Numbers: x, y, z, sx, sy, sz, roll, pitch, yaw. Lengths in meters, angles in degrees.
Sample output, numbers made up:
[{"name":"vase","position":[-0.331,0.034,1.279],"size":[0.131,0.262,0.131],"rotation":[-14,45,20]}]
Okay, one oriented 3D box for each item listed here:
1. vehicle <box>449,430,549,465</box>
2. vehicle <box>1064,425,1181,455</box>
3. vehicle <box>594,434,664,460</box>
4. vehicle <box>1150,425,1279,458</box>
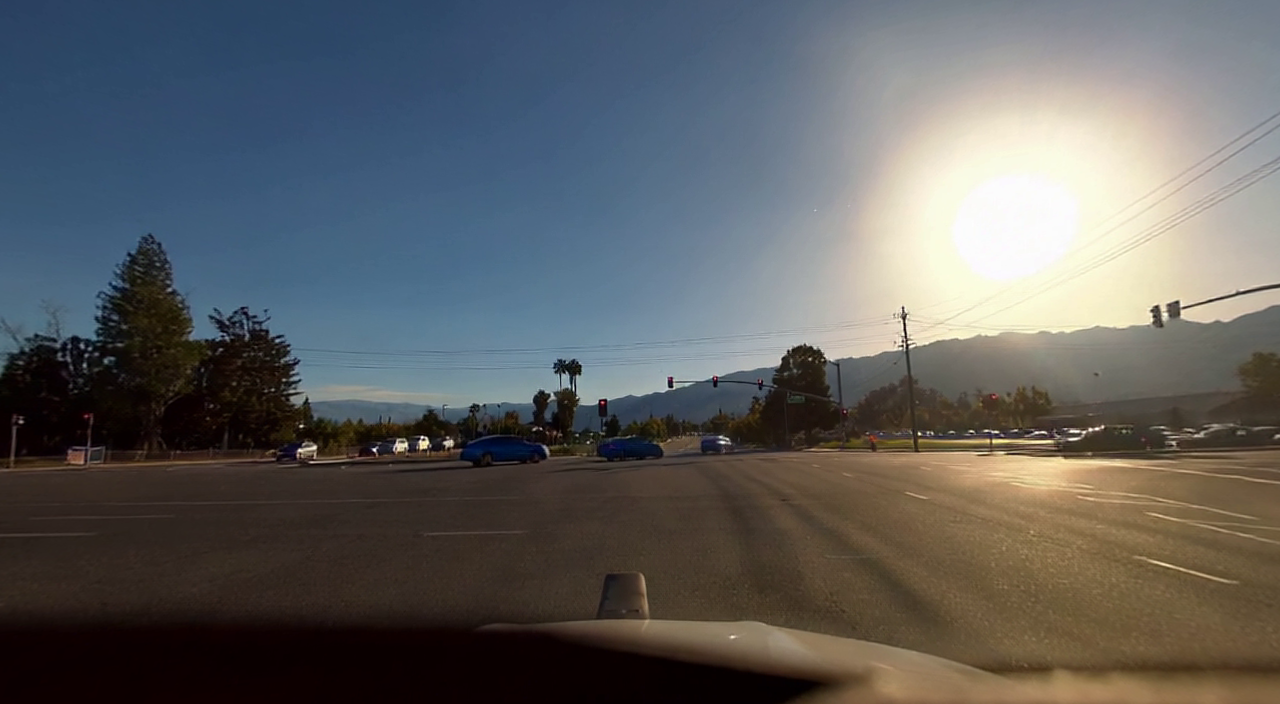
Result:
[{"name":"vehicle","position":[-7.551,5.139,34.050],"size":[4.812,1.735,2.105],"rotation":[5,-10,-29]},{"name":"vehicle","position":[28.325,5.197,37.182],"size":[5.100,1.680,2.055],"rotation":[0,-8,1]},{"name":"vehicle","position":[-0.683,6.075,40.440],"size":[4.218,1.542,2.044],"rotation":[8,-12,-44]},{"name":"vehicle","position":[27.301,4.237,29.781],"size":[4.778,1.495,1.959],"rotation":[0,-8,0]}]
